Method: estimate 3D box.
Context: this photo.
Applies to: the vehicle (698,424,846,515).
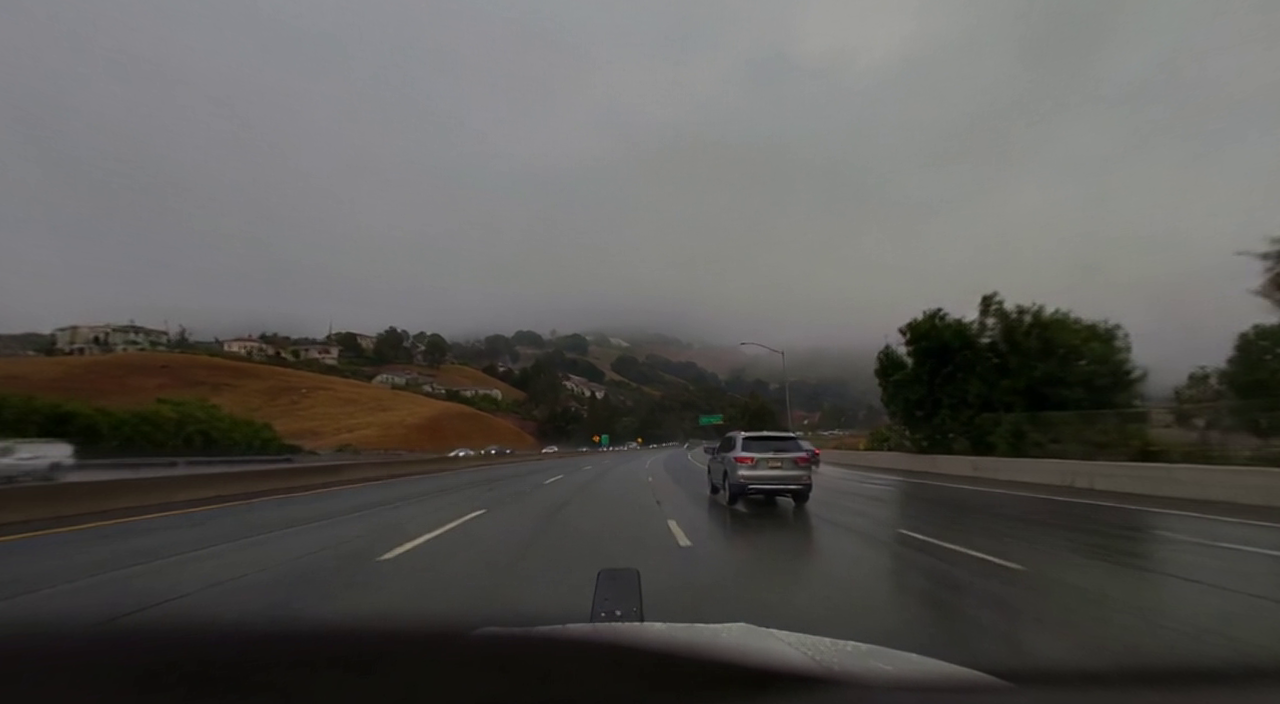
[{"bbox_3d":[2.832,2.673,14.799,2.318,1.766,4.587,0,-9,-2],"label":"vehicle"}]
